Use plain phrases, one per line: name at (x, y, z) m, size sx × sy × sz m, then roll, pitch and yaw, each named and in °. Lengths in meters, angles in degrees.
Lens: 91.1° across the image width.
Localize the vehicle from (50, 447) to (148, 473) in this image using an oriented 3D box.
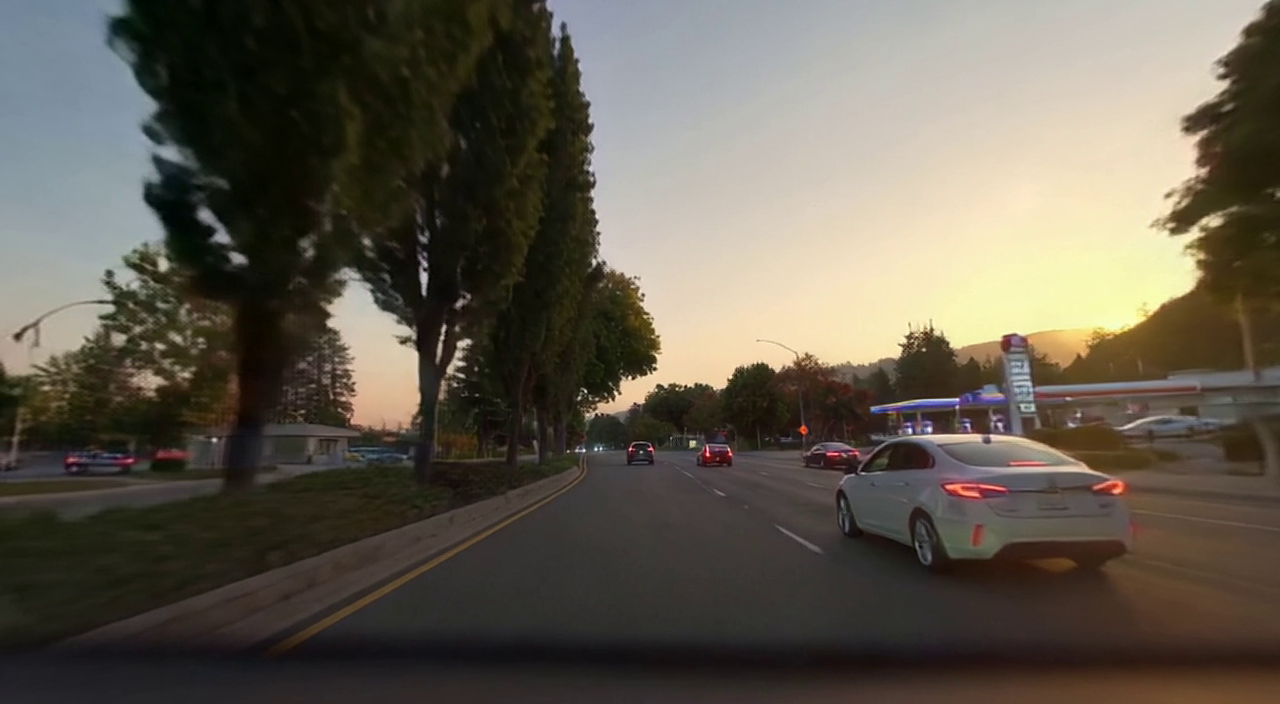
vehicle at (-34.155, 6.809, 39.713) m, size 4.595 × 1.533 × 1.853 m, roll -1°, pitch -9°, yaw 4°

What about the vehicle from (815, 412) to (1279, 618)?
vehicle at (3.726, 1.567, 7.086) m, size 2.119 × 1.509 × 4.756 m, roll 0°, pitch -9°, yaw 0°

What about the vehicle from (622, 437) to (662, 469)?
vehicle at (0.069, 5.760, 36.025) m, size 2.172 × 1.694 × 4.055 m, roll 0°, pitch -9°, yaw -1°

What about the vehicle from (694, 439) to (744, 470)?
vehicle at (4.073, 5.384, 33.103) m, size 1.980 × 1.515 × 4.362 m, roll 0°, pitch -9°, yaw -1°
